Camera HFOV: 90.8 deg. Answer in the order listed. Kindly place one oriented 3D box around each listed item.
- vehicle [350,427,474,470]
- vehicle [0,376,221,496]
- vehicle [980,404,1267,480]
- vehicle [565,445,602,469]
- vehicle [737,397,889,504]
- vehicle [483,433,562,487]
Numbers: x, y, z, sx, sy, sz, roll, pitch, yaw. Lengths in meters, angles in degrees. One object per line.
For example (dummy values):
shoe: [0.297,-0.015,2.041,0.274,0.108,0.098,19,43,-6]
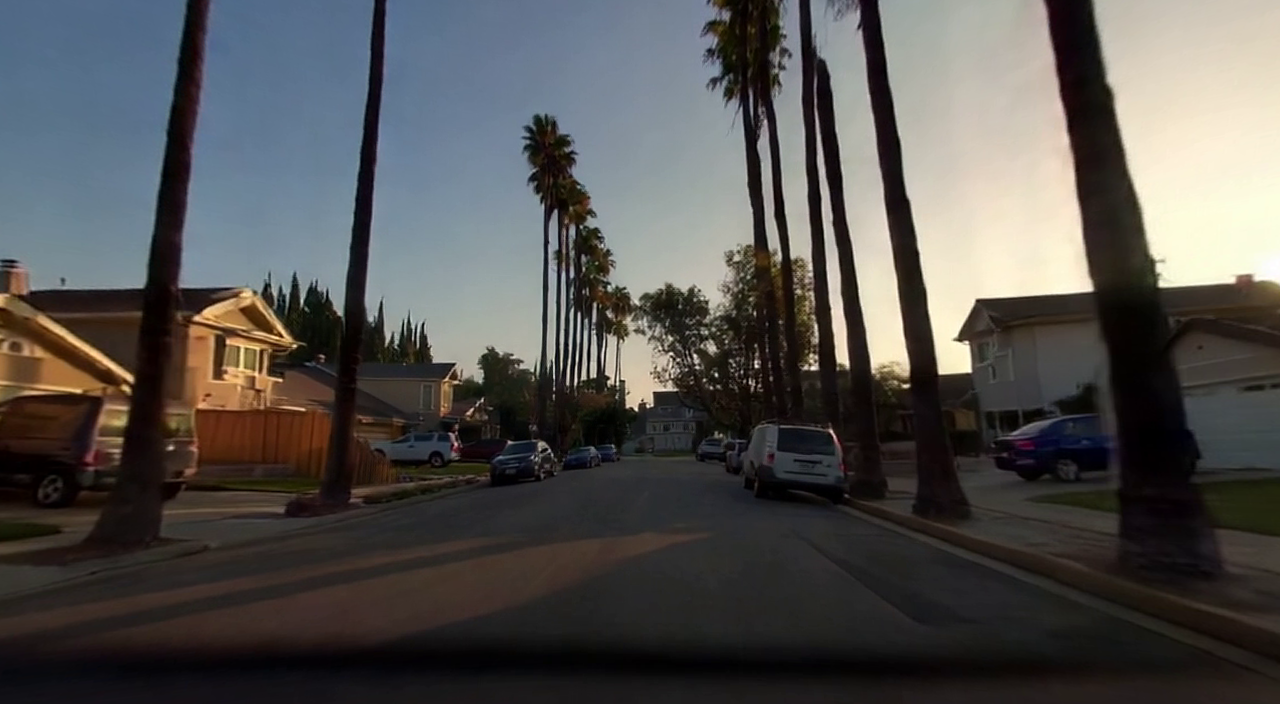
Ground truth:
vehicle: [-10.758,4.600,30.192,4.991,1.947,2.329,0,-8,0]
vehicle: [-11.241,1.552,11.607,5.340,1.948,2.398,0,-9,2]
vehicle: [10.348,1.987,13.863,4.643,1.520,1.826,-1,-9,4]
vehicle: [-3.727,7.097,42.436,2.080,1.479,4.531,-1,-10,0]
vehicle: [3.800,2.362,15.303,2.184,2.038,6.212,0,-9,3]
vehicle: [-4.378,4.058,24.374,2.147,1.823,4.725,-1,-7,0]
